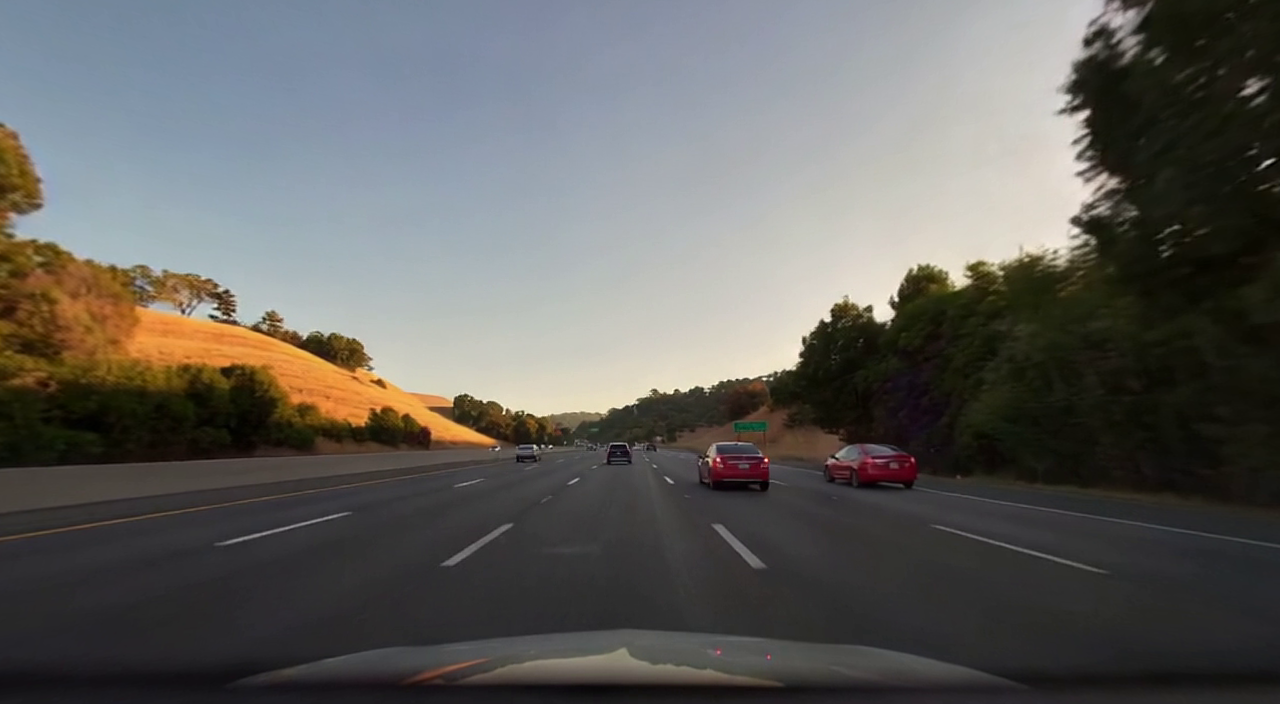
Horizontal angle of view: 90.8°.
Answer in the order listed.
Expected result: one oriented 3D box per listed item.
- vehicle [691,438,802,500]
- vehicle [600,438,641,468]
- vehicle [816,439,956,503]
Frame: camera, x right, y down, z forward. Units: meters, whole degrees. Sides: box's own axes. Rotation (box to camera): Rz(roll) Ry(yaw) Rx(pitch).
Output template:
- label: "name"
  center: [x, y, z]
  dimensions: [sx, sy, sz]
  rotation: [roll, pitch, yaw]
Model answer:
- label: "vehicle"
  center: [2.800, 3.212, 17.844]
  dimensions: [2.120, 1.492, 4.734]
  rotation: [0, -8, -3]
- label: "vehicle"
  center: [-1.152, 6.016, 37.768]
  dimensions: [2.277, 1.675, 4.023]
  rotation: [0, -8, -2]
- label: "vehicle"
  center: [6.366, 3.104, 16.968]
  dimensions: [1.845, 1.452, 4.352]
  rotation: [0, -8, -2]
